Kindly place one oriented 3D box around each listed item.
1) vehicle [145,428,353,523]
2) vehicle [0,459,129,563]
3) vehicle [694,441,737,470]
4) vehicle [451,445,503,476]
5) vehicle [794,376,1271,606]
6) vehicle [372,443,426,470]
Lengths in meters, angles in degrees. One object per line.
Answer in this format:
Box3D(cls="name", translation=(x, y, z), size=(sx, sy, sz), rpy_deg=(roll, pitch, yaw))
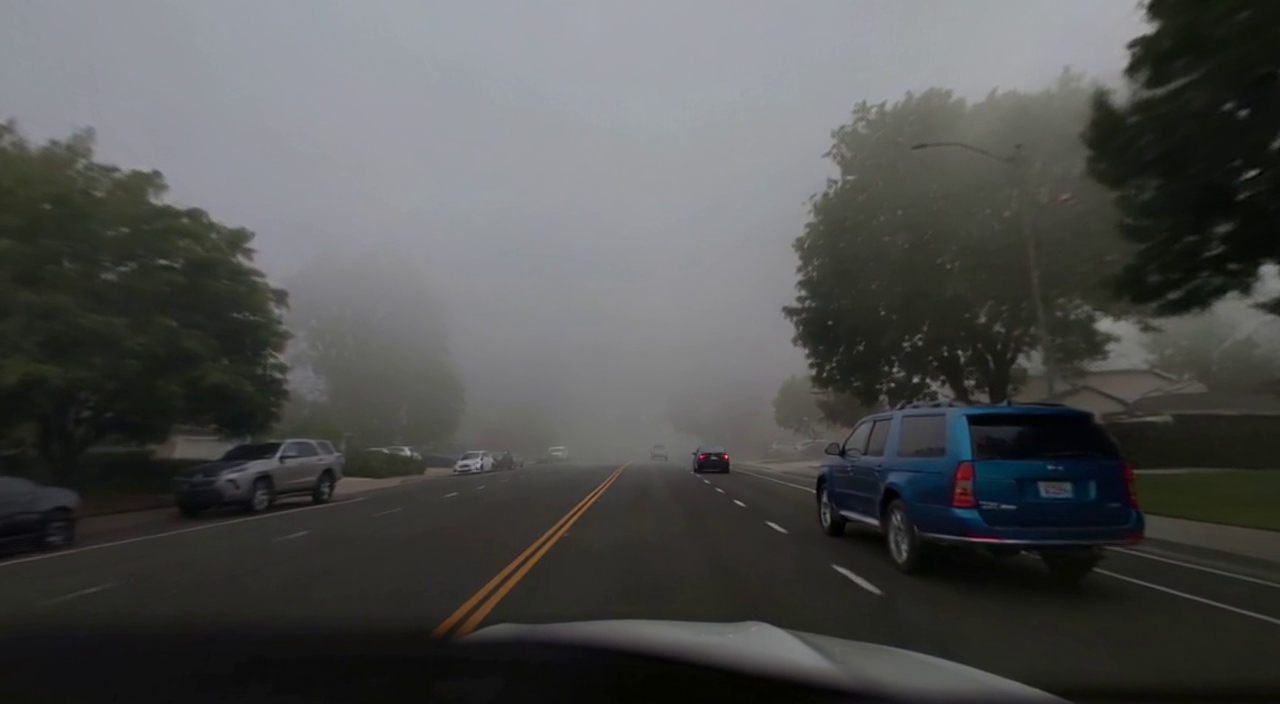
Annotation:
Box3D(cls="vehicle", translation=(-10.521, 3.356, 17.762), size=(2.254, 2.127, 5.697), rpy_deg=(-2, -9, 0))
Box3D(cls="vehicle", translation=(-10.656, 2.489, 9.534), size=(2.006, 1.476, 4.570), rpy_deg=(-3, -8, 1))
Box3D(cls="vehicle", translation=(4.227, 5.849, 35.763), size=(1.956, 1.492, 4.425), rpy_deg=(0, -8, 1))
Box3D(cls="vehicle", translation=(-10.309, 6.863, 40.169), size=(2.083, 1.791, 4.585), rpy_deg=(-3, -8, 1))
Box3D(cls="vehicle", translation=(3.958, 1.571, 8.204), size=(2.497, 1.889, 5.833), rpy_deg=(0, -8, 1))
Box3D(cls="vehicle", translation=(-17.249, 7.469, 45.371), size=(1.914, 1.792, 4.470), rpy_deg=(0, -8, 3))
